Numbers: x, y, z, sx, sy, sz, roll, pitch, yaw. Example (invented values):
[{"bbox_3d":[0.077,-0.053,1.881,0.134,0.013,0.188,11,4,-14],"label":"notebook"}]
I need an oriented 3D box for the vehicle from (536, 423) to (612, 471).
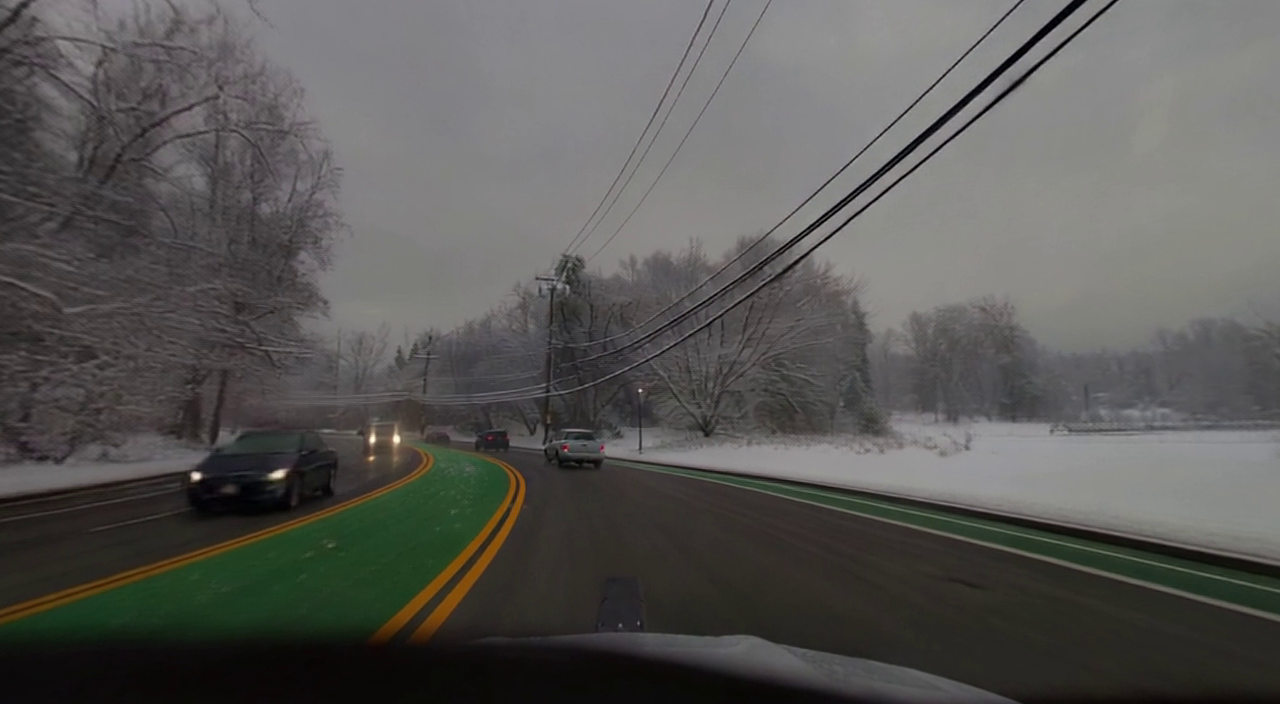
[{"bbox_3d":[-2.817,3.907,26.081,2.140,1.767,4.720,3,-9,-18],"label":"vehicle"}]

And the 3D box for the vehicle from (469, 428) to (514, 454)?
[{"bbox_3d":[-10.501,6.268,44.341,2.075,1.699,4.520,4,-9,-25],"label":"vehicle"}]

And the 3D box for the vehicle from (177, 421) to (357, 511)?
[{"bbox_3d":[-8.041,2.474,14.168,2.000,1.683,4.115,1,-8,-9],"label":"vehicle"}]

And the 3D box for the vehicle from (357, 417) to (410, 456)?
[{"bbox_3d":[-14.789,4.929,36.683,2.524,2.051,5.963,3,-9,-20],"label":"vehicle"}]
